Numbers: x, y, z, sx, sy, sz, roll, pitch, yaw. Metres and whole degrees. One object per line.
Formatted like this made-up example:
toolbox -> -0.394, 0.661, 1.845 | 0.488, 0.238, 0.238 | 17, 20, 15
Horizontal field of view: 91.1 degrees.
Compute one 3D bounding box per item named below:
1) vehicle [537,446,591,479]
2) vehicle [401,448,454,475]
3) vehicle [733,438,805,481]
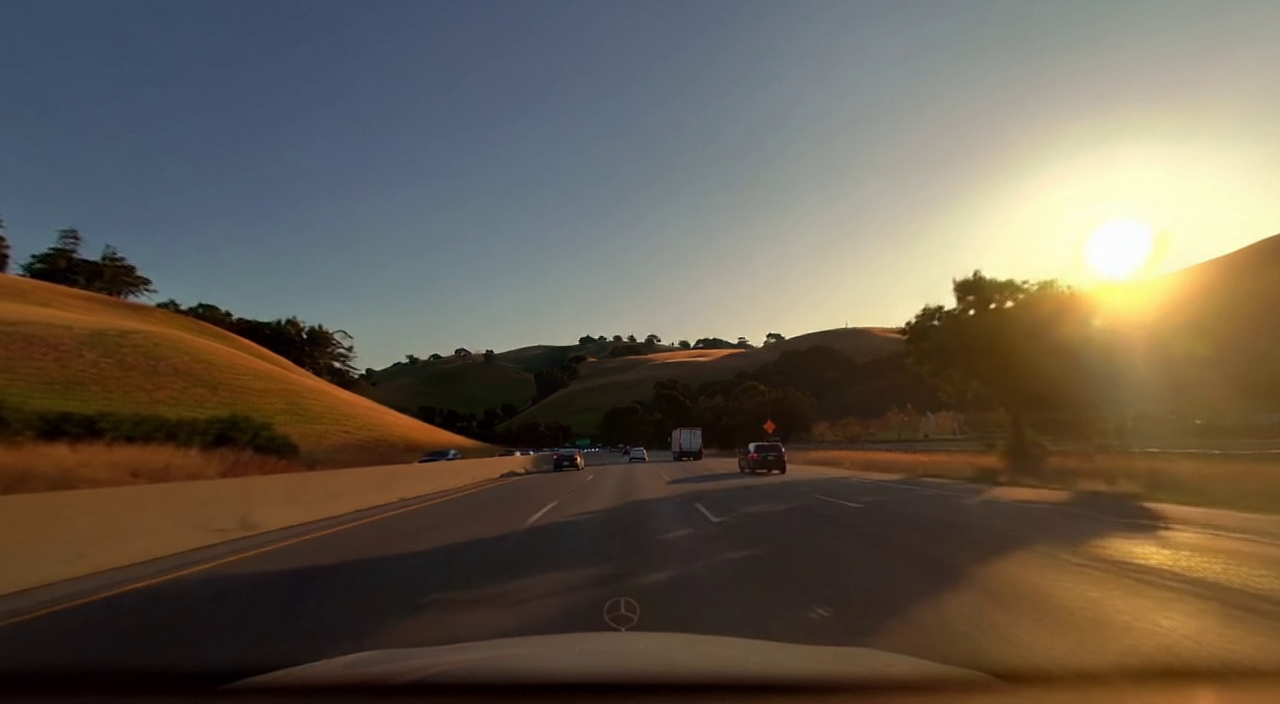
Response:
vehicle -> -3.755, 5.555, 31.930 | 2.160, 1.530, 4.500 | 0, -9, 0
vehicle -> -13.861, 7.137, 41.234 | 1.965, 1.601, 4.189 | 0, -9, 0
vehicle -> 5.356, 4.551, 26.777 | 2.069, 1.625, 4.832 | 0, -9, 0
